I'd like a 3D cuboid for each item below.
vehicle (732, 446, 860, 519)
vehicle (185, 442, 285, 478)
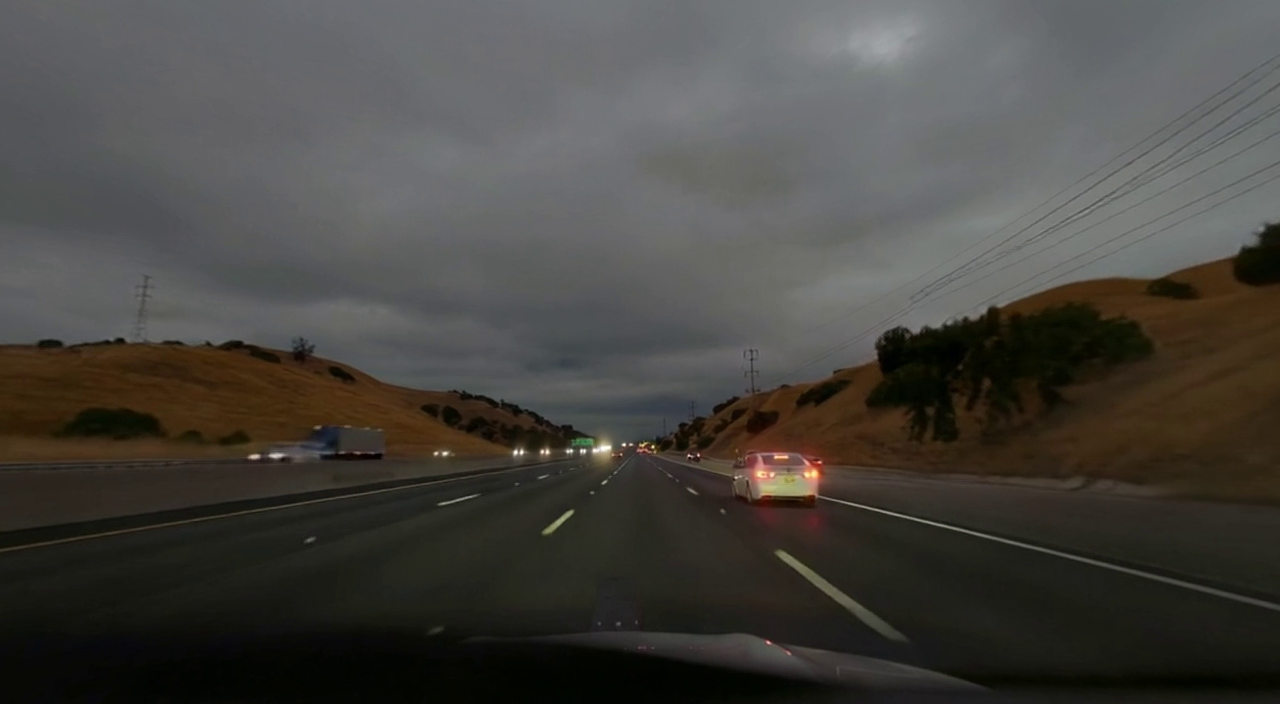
[{"bbox_3d":[3.680,3.149,15.816,2.086,1.542,4.355,0,-9,0],"label":"vehicle"},{"bbox_3d":[-17.919,4.776,28.135,1.749,1.471,4.110,0,-9,-1],"label":"vehicle"}]
